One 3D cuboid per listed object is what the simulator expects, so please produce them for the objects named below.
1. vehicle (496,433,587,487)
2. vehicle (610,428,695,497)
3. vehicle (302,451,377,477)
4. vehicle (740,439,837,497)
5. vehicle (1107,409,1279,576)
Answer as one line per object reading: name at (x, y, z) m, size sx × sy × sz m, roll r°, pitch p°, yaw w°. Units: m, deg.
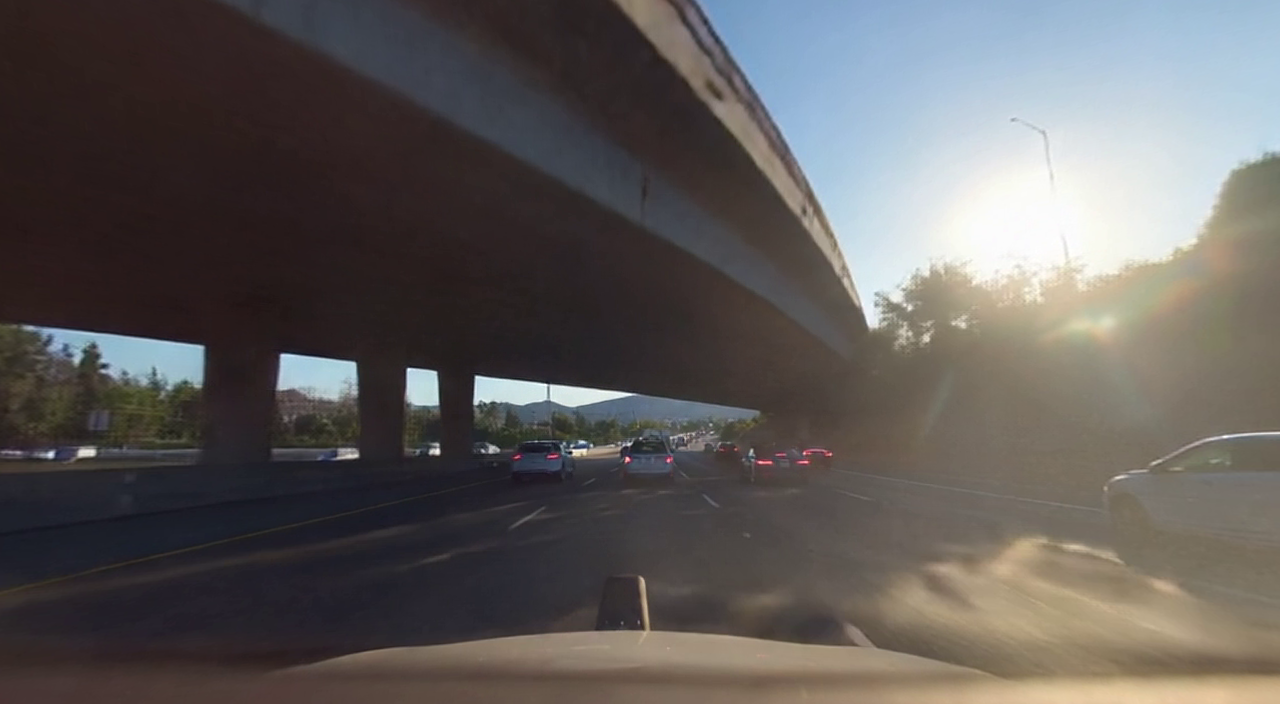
vehicle at (-3.269, 3.725, 21.942) m, size 2.128 × 1.627 × 4.697 m, roll 0°, pitch -9°, yaw 3°
vehicle at (0.393, 3.134, 18.184) m, size 2.181 × 1.728 × 3.970 m, roll 0°, pitch -9°, yaw 2°
vehicle at (-19.233, 7.176, 40.639) m, size 2.130 × 1.523 × 4.922 m, roll 0°, pitch -9°, yaw 4°
vehicle at (4.347, 3.452, 19.172) m, size 1.999 × 1.514 × 4.338 m, roll 0°, pitch -9°, yaw 2°
vehicle at (7.409, 1.393, 6.167) m, size 2.028 × 1.657 × 4.823 m, roll 0°, pitch -9°, yaw 1°
